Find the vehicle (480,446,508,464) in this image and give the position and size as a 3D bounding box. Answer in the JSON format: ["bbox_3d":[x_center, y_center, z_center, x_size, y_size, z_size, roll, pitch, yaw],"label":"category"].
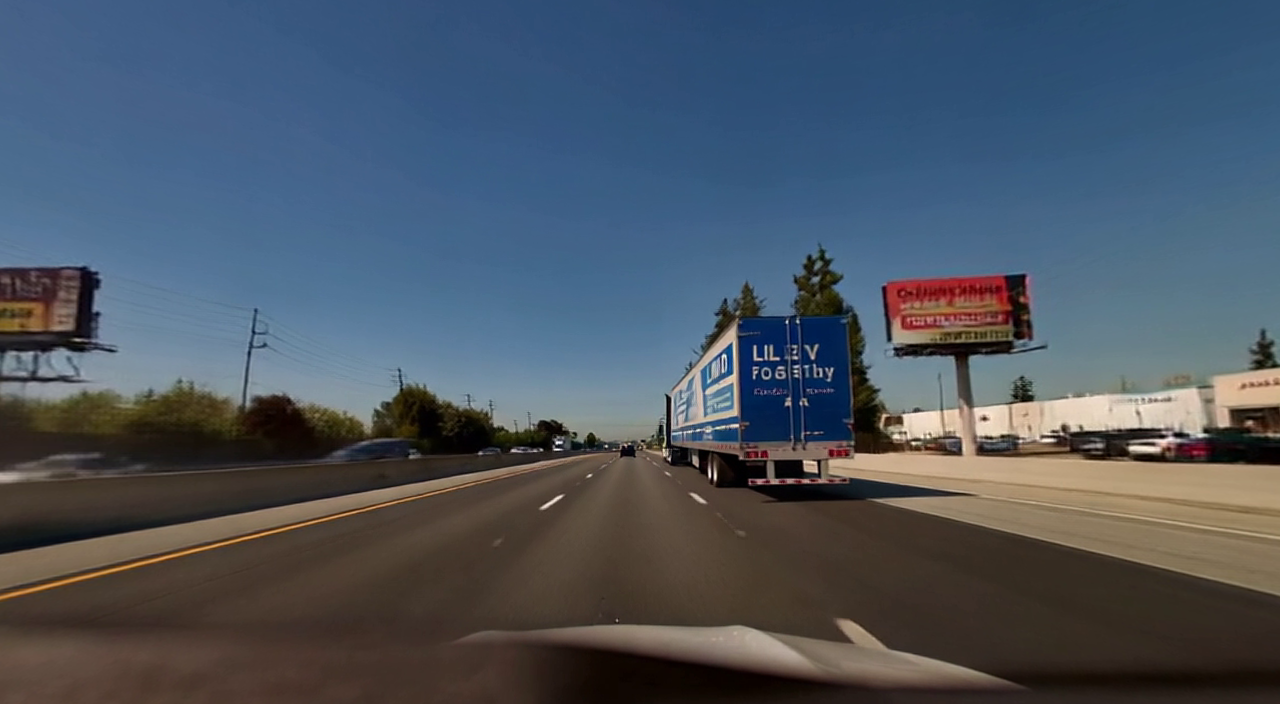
[{"bbox_3d":[-11.322,8.013,49.146,1.452,1.311,3.176,0,-9,0],"label":"vehicle"}]

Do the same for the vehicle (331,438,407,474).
[{"bbox_3d":[-11.183,4.310,26.304,1.679,1.408,3.364,0,-9,0],"label":"vehicle"}]

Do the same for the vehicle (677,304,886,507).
[{"bbox_3d":[3.534,2.392,22.183,2.891,4.387,17.121,0,-9,-2],"label":"vehicle"}]

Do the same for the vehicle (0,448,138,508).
[{"bbox_3d":[-14.796,3.100,15.934,1.548,1.334,3.245,0,-9,0],"label":"vehicle"}]
